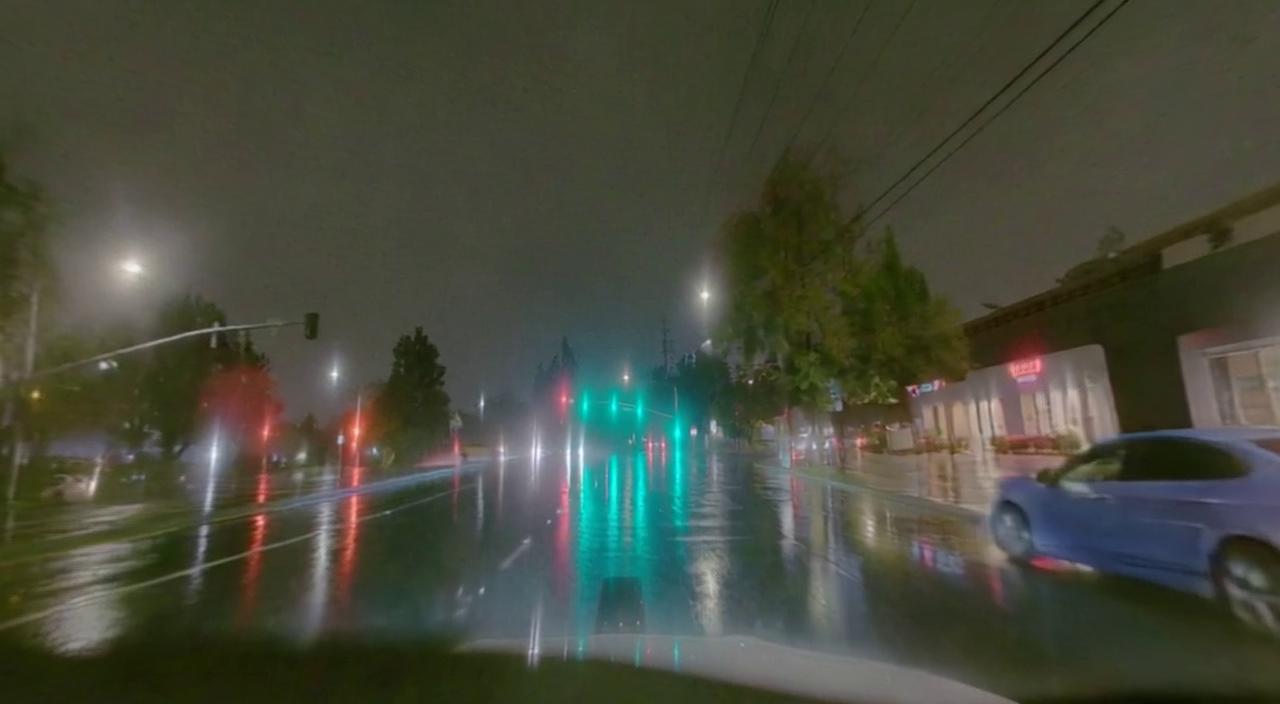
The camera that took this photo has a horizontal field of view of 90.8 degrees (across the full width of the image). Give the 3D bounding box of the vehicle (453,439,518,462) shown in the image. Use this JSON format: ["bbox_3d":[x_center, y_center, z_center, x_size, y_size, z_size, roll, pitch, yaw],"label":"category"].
[{"bbox_3d":[-11.729,7.438,47.967,4.541,1.689,1.966,3,-9,-19],"label":"vehicle"}]

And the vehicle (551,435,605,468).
[{"bbox_3d":[-2.919,4.773,30.528,2.032,1.467,4.411,0,-8,2],"label":"vehicle"}]

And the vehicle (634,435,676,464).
[{"bbox_3d":[0.760,5.127,33.309,2.059,1.456,4.047,0,-8,1],"label":"vehicle"}]

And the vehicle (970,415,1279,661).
[{"bbox_3d":[4.804,1.317,5.134,1.942,1.469,4.049,0,-8,-2],"label":"vehicle"}]
